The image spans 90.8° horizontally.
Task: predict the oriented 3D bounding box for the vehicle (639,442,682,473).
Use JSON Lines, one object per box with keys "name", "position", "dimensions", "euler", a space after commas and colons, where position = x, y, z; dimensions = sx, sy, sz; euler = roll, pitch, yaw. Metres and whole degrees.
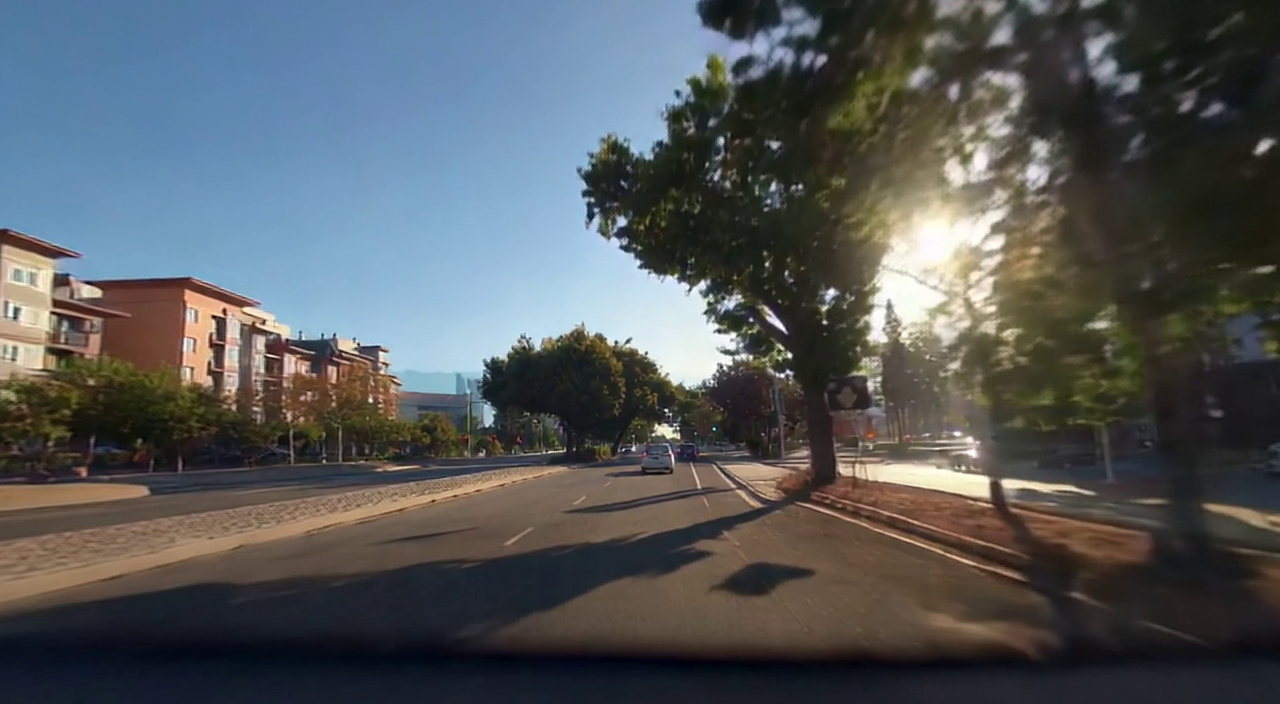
{"name": "vehicle", "position": [1.089, 5.572, 33.633], "dimensions": [2.133, 1.481, 4.276], "euler": [-1, -8, 2]}
